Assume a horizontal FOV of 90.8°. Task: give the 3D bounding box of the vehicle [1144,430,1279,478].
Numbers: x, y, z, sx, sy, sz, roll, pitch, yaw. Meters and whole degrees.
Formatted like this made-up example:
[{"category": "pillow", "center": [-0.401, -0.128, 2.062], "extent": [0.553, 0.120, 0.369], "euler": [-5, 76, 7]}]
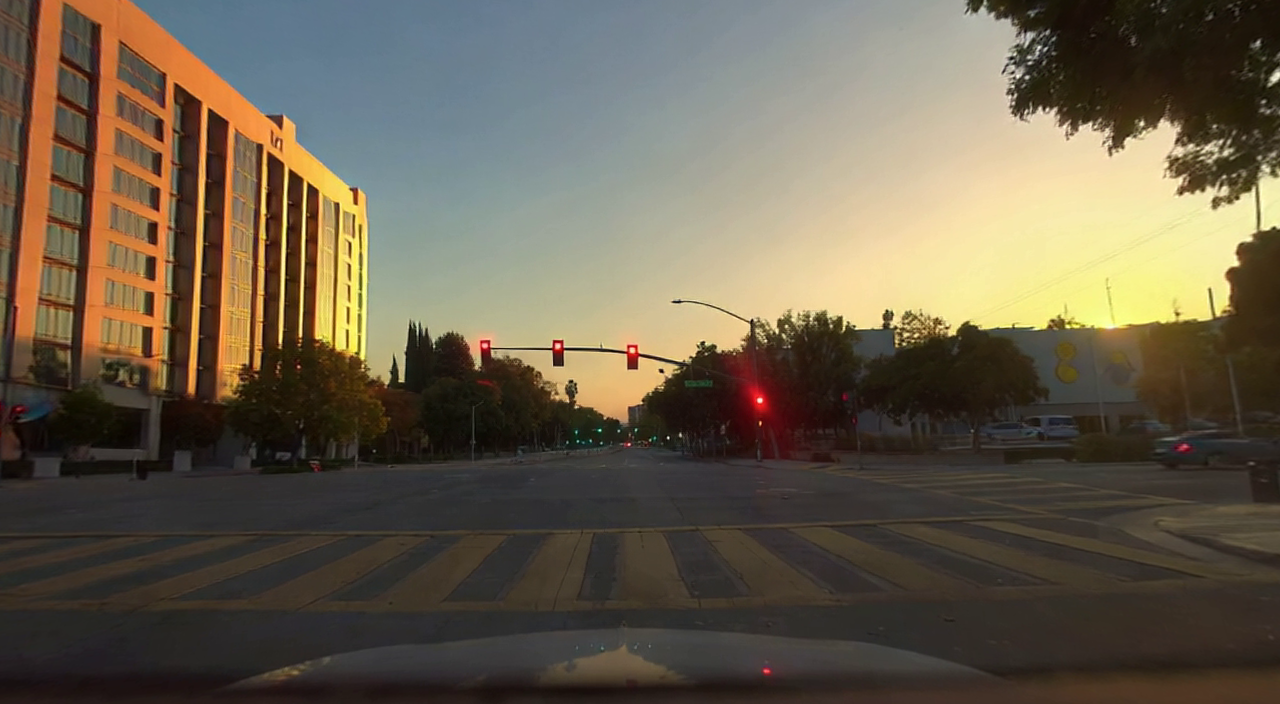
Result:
[{"category": "vehicle", "center": [23.925, 4.071, 25.330], "extent": [5.357, 1.814, 2.141], "euler": [-1, -8, 5]}]
